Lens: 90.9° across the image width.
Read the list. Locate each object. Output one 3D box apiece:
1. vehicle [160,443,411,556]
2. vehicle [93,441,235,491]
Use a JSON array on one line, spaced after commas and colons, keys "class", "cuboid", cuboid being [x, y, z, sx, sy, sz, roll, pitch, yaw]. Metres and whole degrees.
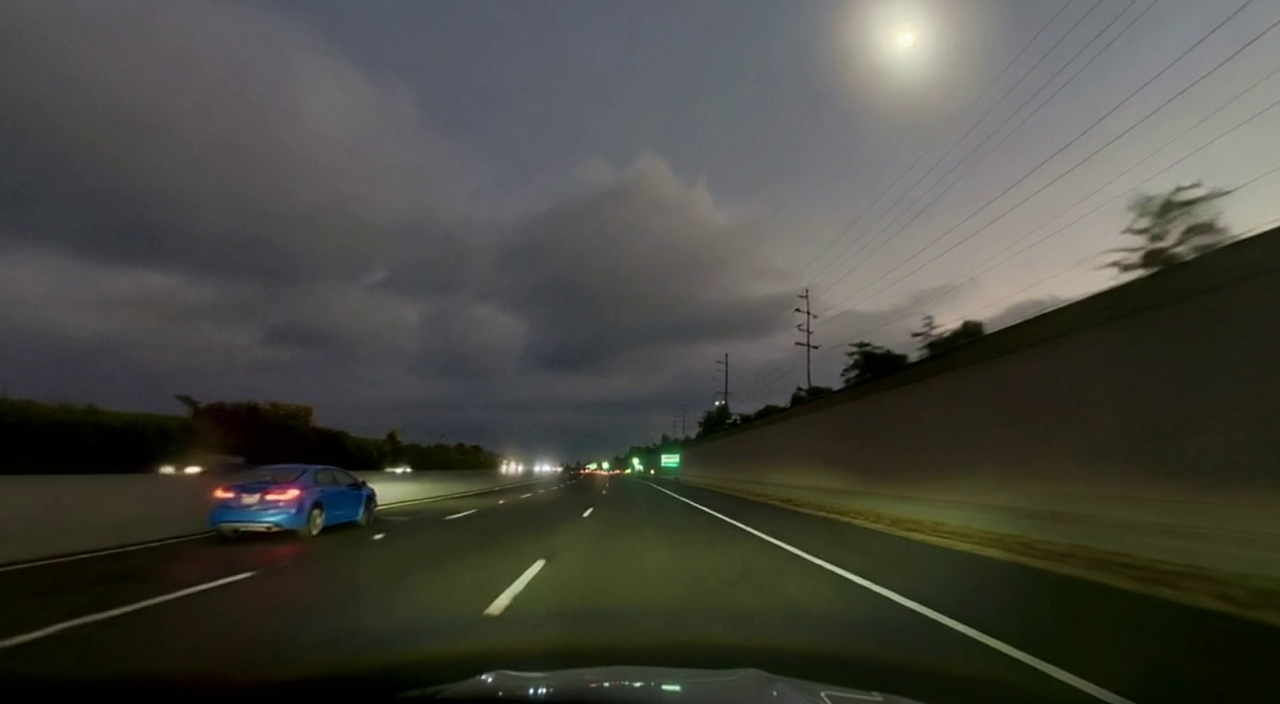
[{"class": "vehicle", "cuboid": [-6.308, 2.699, 12.036, 2.194, 1.704, 4.421, 1, -10, -1]}, {"class": "vehicle", "cuboid": [-19.580, 4.766, 26.316, 2.049, 1.828, 5.027, 1, -10, -2]}]
